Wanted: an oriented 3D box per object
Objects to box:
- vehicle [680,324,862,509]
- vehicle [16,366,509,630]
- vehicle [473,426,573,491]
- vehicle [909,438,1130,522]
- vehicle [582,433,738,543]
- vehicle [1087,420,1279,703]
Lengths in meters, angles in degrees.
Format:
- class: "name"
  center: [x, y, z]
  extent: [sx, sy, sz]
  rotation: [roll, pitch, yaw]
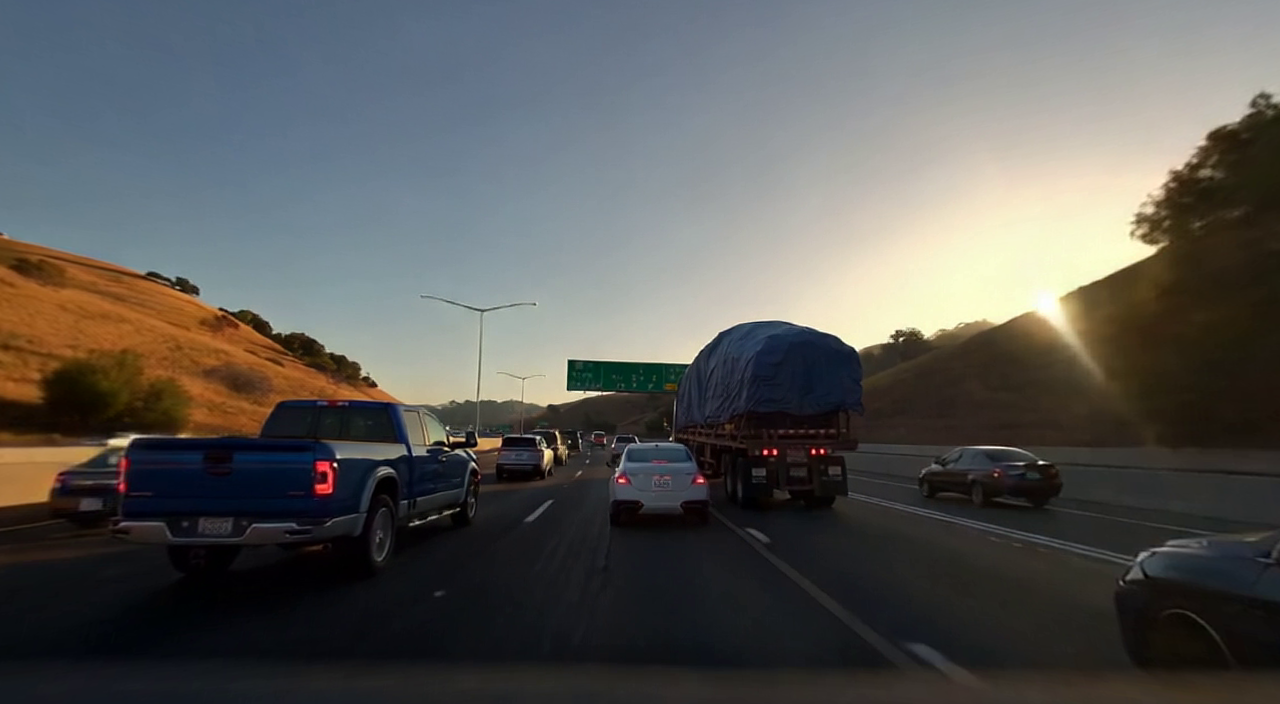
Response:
- class: "vehicle"
  center: [3.236, 2.182, 19.525]
  extent: [2.759, 4.098, 10.906]
  rotation: [0, -8, -3]
- class: "vehicle"
  center: [-3.289, 1.432, 7.307]
  extent: [2.318, 1.902, 5.374]
  rotation: [0, -8, 1]
- class: "vehicle"
  center: [-3.573, 3.387, 20.390]
  extent: [2.348, 1.821, 5.061]
  rotation: [0, -8, -1]
- class: "vehicle"
  center: [7.783, 2.621, 13.564]
  extent: [2.092, 1.495, 4.194]
  rotation: [0, -8, 0]
- class: "vehicle"
  center: [0.232, 2.128, 10.567]
  extent: [2.105, 1.471, 3.978]
  rotation: [0, -8, -1]
- class: "vehicle"
  center: [3.579, 0.800, 1.102]
  extent: [2.169, 1.447, 4.817]
  rotation: [0, -8, 2]
